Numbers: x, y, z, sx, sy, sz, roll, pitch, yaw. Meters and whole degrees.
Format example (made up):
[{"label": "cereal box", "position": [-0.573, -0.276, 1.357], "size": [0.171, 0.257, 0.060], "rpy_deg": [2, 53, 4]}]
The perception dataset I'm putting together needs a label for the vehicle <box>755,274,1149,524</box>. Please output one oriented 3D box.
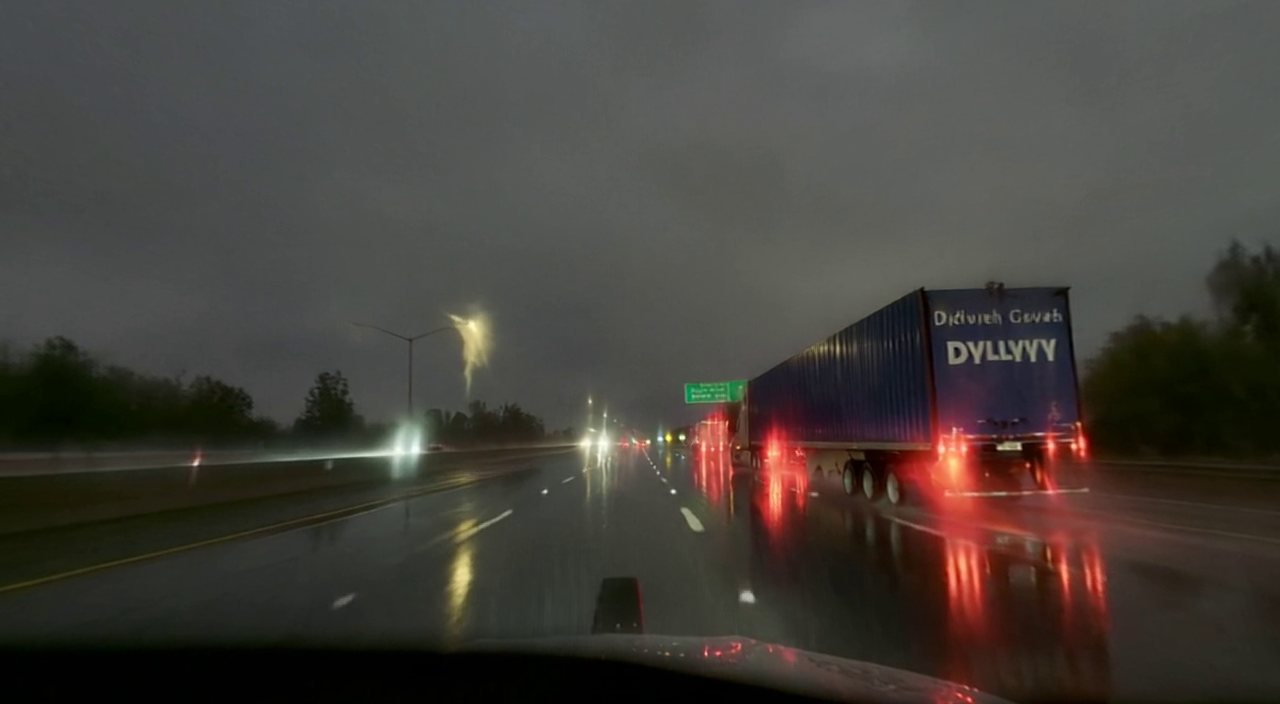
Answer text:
[{"label": "vehicle", "position": [6.330, 1.895, 18.075], "size": [2.962, 3.947, 16.241], "rpy_deg": [0, -9, 0]}]
